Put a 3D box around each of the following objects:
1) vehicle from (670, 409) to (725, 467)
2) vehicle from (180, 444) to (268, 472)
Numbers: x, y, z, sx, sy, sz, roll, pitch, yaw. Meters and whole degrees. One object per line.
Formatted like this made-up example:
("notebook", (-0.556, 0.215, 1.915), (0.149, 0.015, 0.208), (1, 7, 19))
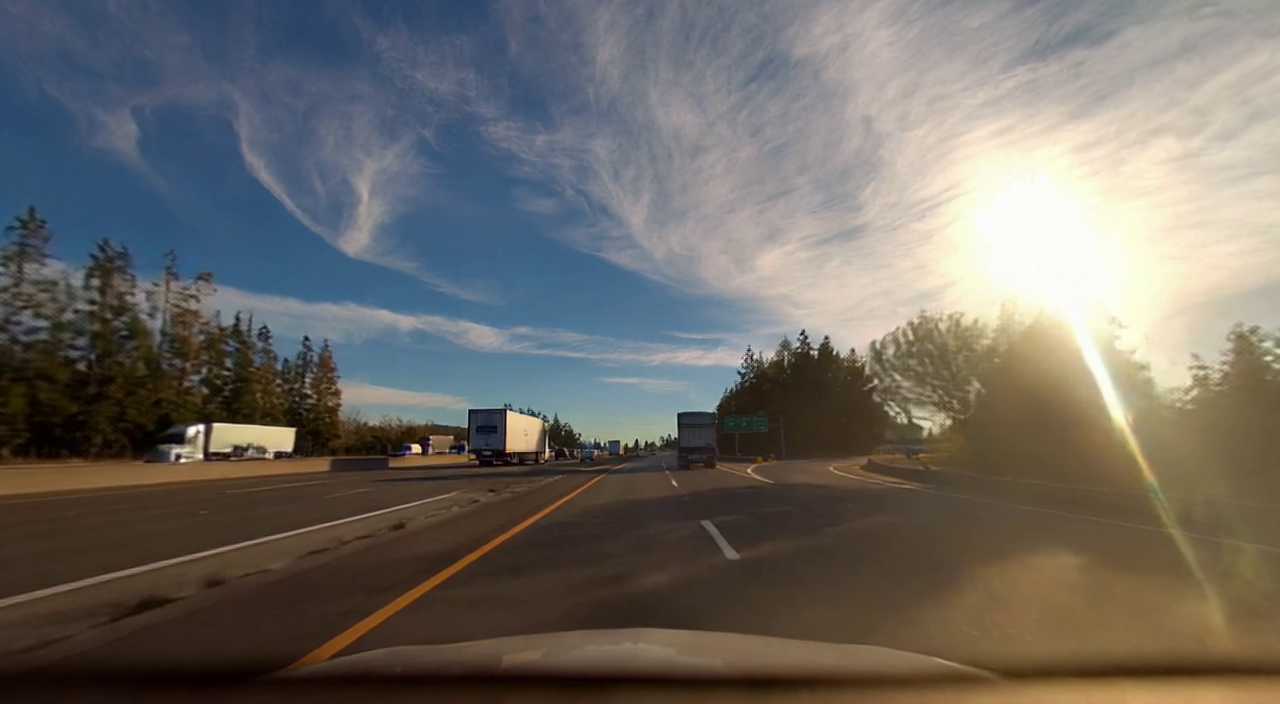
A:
("vehicle", (3.960, 6.501, 46.753), (2.928, 3.595, 13.975), (0, -9, 1))
("vehicle", (-23.734, 6.056, 36.239), (1.846, 1.509, 4.493), (-1, -9, 2))
